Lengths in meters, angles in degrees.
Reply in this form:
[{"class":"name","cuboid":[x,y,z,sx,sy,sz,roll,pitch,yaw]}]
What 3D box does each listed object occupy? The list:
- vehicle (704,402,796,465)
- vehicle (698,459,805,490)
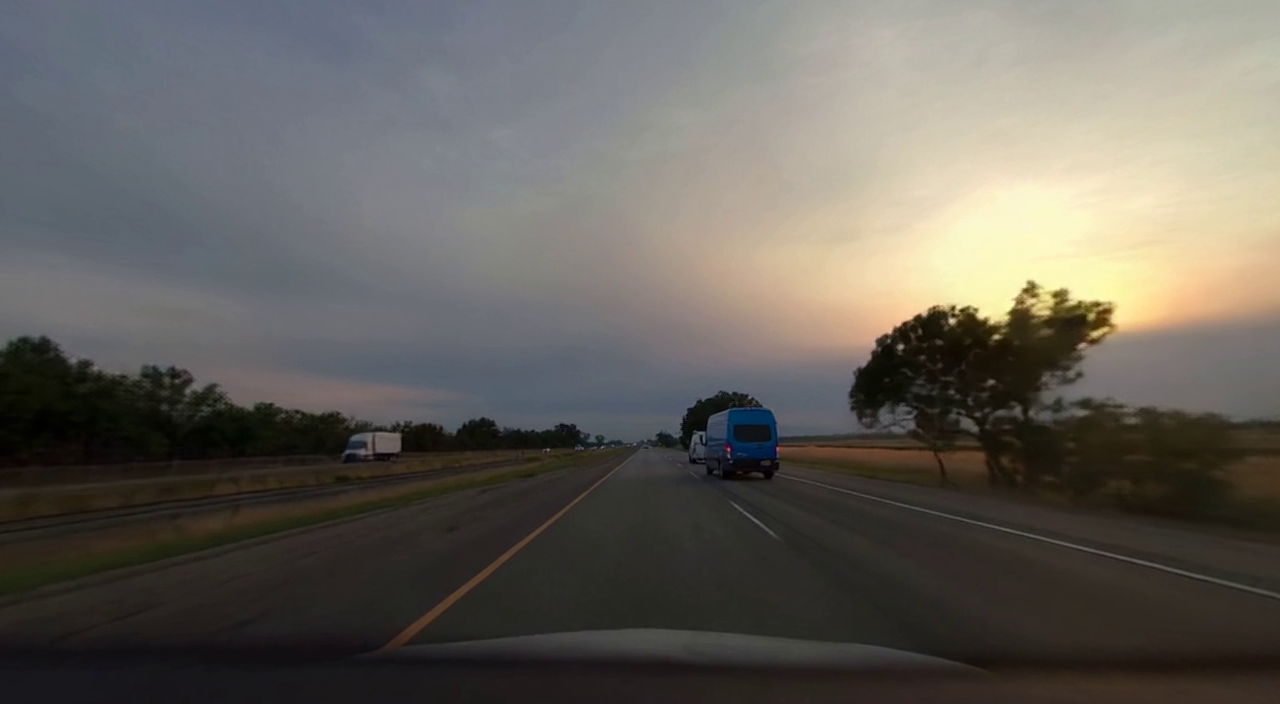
[{"class":"vehicle","cuboid":[3.909,3.108,23.622,2.444,2.053,5.616,0,-9,0]},{"class":"vehicle","cuboid":[3.901,4.502,23.597,2.702,0.824,6.391,0,-8,-1]}]
